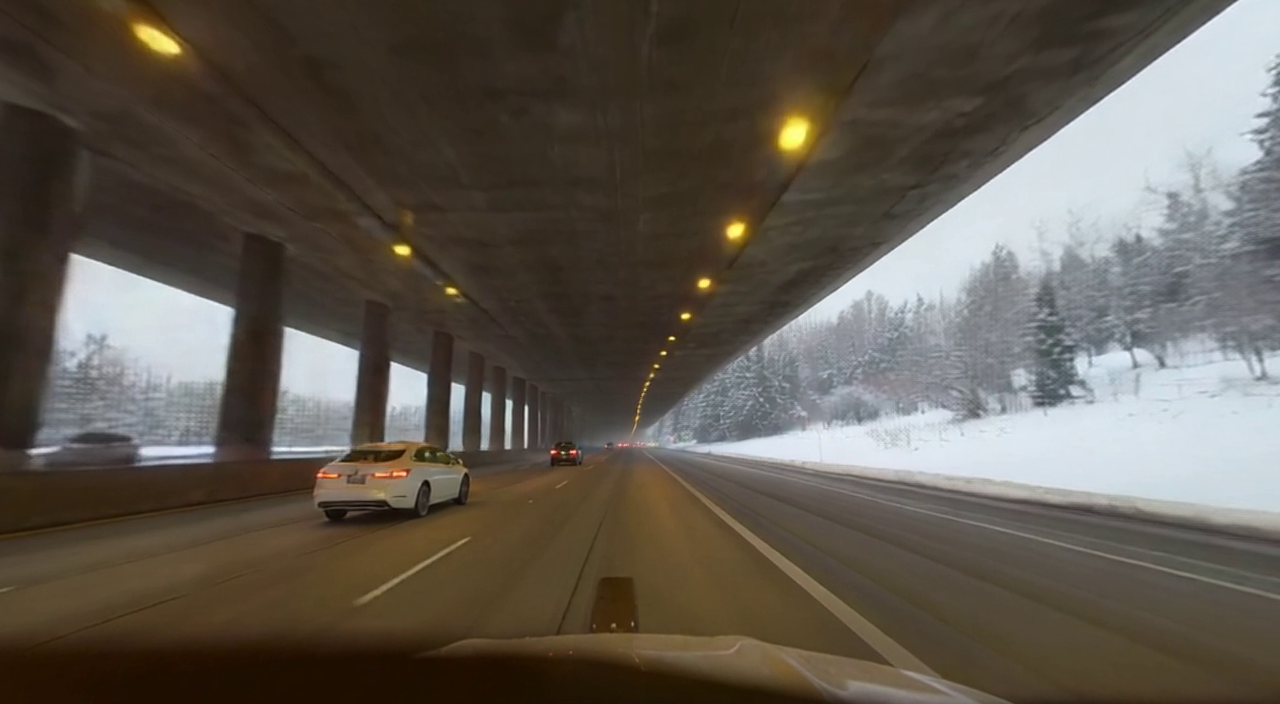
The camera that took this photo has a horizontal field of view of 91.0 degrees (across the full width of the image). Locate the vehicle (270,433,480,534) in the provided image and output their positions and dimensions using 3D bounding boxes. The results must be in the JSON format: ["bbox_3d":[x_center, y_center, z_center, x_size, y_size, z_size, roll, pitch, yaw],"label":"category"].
[{"bbox_3d":[-4.358,2.199,11.204,1.885,1.424,4.230,-1,-8,0],"label":"vehicle"}]

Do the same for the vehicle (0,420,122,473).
[{"bbox_3d":[-19.985,3.121,20.854,1.874,1.552,4.455,0,-8,-1],"label":"vehicle"}]

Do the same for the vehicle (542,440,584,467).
[{"bbox_3d":[-4.477,5.952,37.155,1.973,1.474,4.199,0,-8,-1],"label":"vehicle"}]
